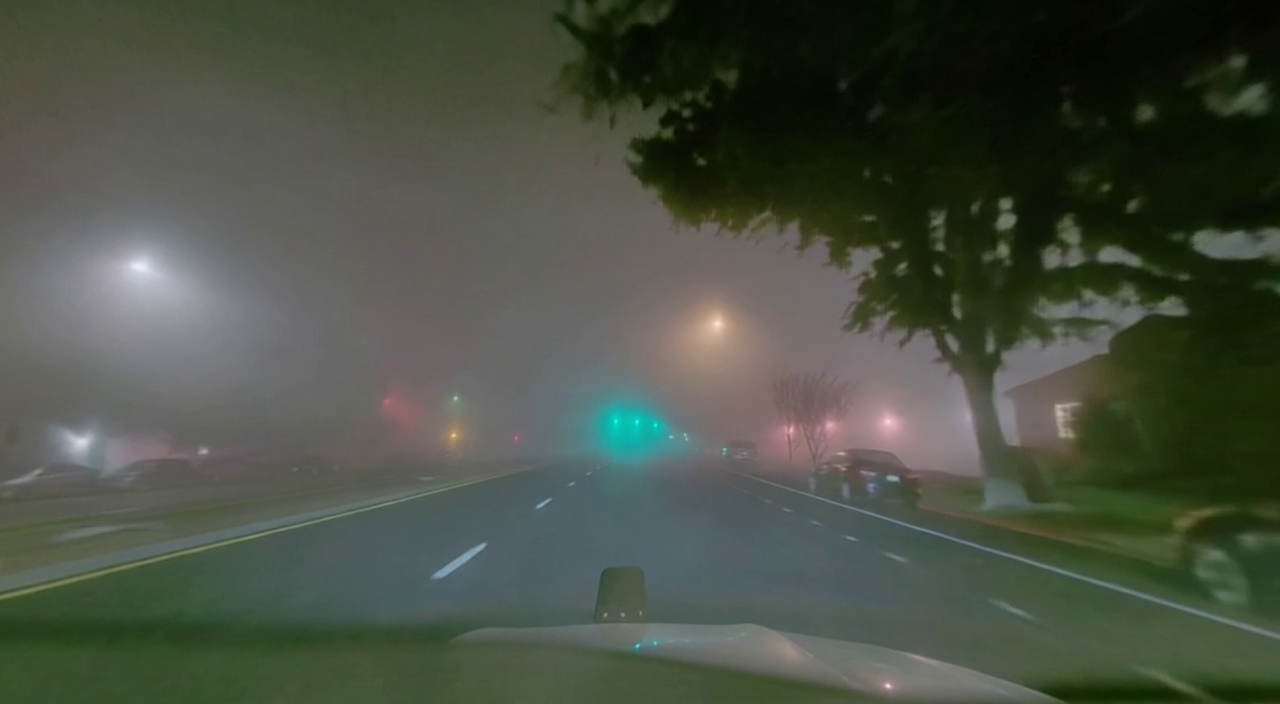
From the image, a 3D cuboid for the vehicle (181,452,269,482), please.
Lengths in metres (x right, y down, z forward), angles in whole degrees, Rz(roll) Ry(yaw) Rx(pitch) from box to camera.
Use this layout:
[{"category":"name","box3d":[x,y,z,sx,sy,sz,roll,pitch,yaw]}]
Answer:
[{"category":"vehicle","box3d":[-22.250,6.167,33.895,1.785,1.461,4.377,0,-9,0]}]

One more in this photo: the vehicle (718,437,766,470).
[{"category":"vehicle","box3d":[5.893,5.936,36.934,2.004,1.816,4.585,0,-9,-1]}]

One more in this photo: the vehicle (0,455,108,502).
[{"category":"vehicle","box3d":[-22.212,4.503,22.716,1.902,1.478,4.755,1,-9,-3]}]

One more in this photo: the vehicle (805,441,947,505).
[{"category":"vehicle","box3d":[6.114,3.176,16.947,1.945,1.481,4.421,1,-9,-3]}]

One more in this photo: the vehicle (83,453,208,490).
[{"category":"vehicle","box3d":[-22.211,5.363,28.507,1.810,1.490,4.783,0,-9,0]}]

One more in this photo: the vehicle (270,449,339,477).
[{"category":"vehicle","box3d":[-22.039,7.273,41.448,1.911,1.473,4.610,-1,-6,3]}]
